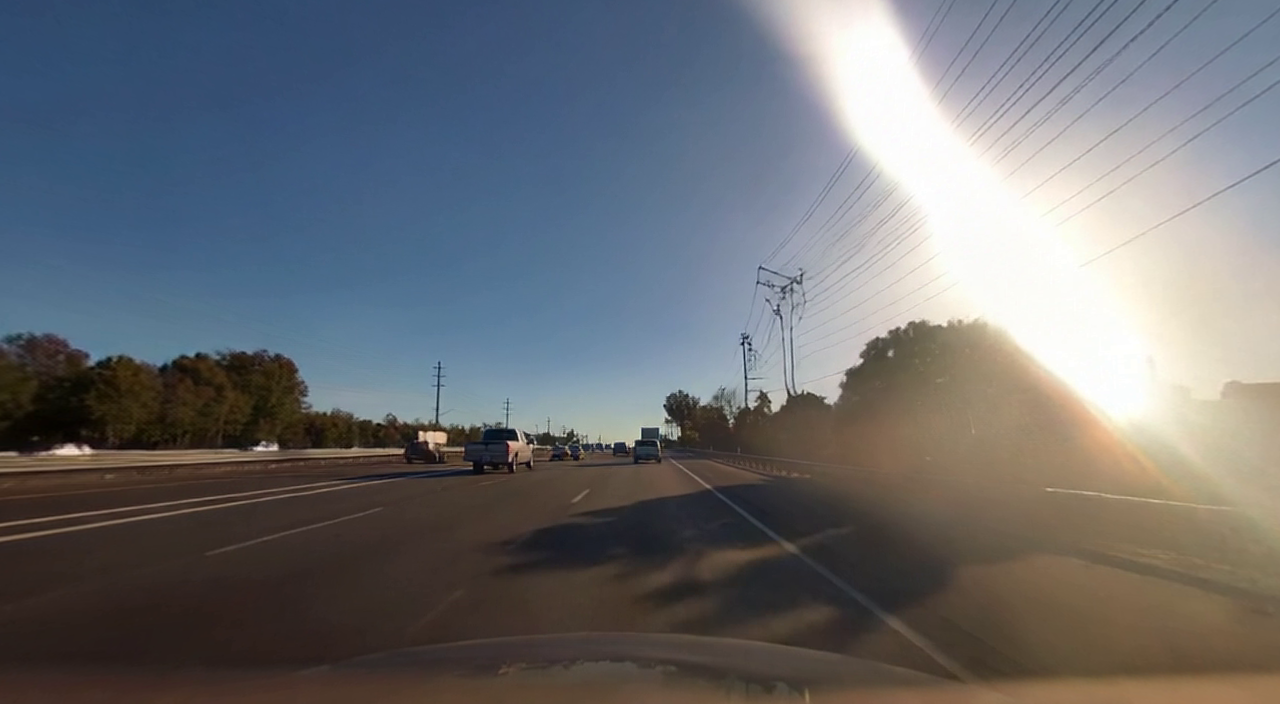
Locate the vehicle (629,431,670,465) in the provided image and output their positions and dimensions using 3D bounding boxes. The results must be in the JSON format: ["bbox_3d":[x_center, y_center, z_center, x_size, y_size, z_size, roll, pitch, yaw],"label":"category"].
[{"bbox_3d":[0.589,6.155,40.627,2.448,2.025,5.193,0,-8,0],"label":"vehicle"}]

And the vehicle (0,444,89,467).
[{"bbox_3d":[-43.633,7.536,46.290,1.889,1.599,4.753,-1,-8,2],"label":"vehicle"}]

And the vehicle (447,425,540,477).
[{"bbox_3d":[-6.203,4.311,27.768,2.460,1.992,6.474,0,-8,1],"label":"vehicle"}]
